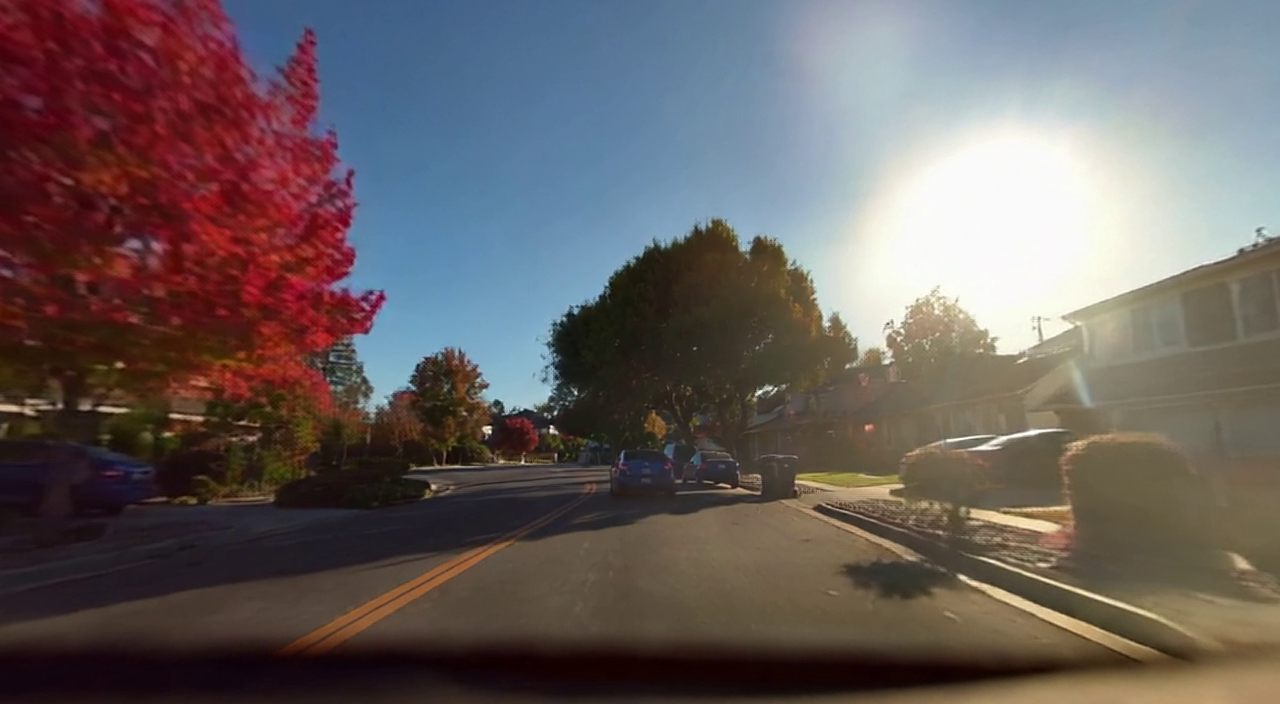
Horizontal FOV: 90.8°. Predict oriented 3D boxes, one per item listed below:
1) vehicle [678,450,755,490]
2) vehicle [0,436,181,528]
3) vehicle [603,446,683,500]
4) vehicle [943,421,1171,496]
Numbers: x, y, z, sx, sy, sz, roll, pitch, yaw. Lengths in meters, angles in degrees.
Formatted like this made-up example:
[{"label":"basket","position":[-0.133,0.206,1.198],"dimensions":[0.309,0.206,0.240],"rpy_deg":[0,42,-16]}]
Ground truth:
[{"label":"vehicle","position":[2.946,4.677,25.423],"dimensions":[2.089,1.462,4.529],"rpy_deg":[1,-9,-6]},{"label":"vehicle","position":[-13.020,2.746,13.518],"dimensions":[4.597,1.794,2.043],"rpy_deg":[1,-10,-6]},{"label":"vehicle","position":[-0.026,3.709,19.675],"dimensions":[2.192,1.474,4.192],"rpy_deg":[1,-9,-3]},{"label":"vehicle","position":[10.683,2.722,16.409],"dimensions":[4.524,1.587,2.064],"rpy_deg":[-2,-8,-7]}]
